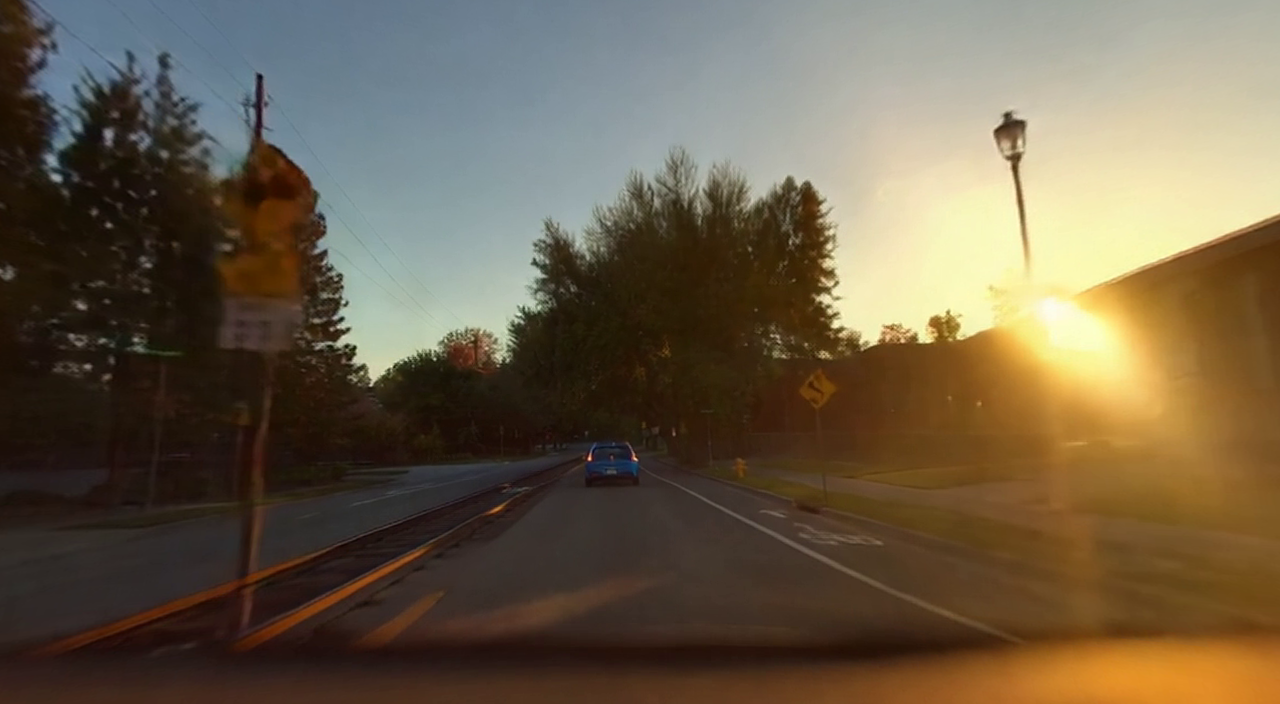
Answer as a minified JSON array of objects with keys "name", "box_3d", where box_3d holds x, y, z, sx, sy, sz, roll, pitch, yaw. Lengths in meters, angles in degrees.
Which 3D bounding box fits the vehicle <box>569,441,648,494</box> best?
[{"name":"vehicle","box_3d":[-0.996,3.696,20.650,2.295,1.510,4.364,0,-9,-2]}]
